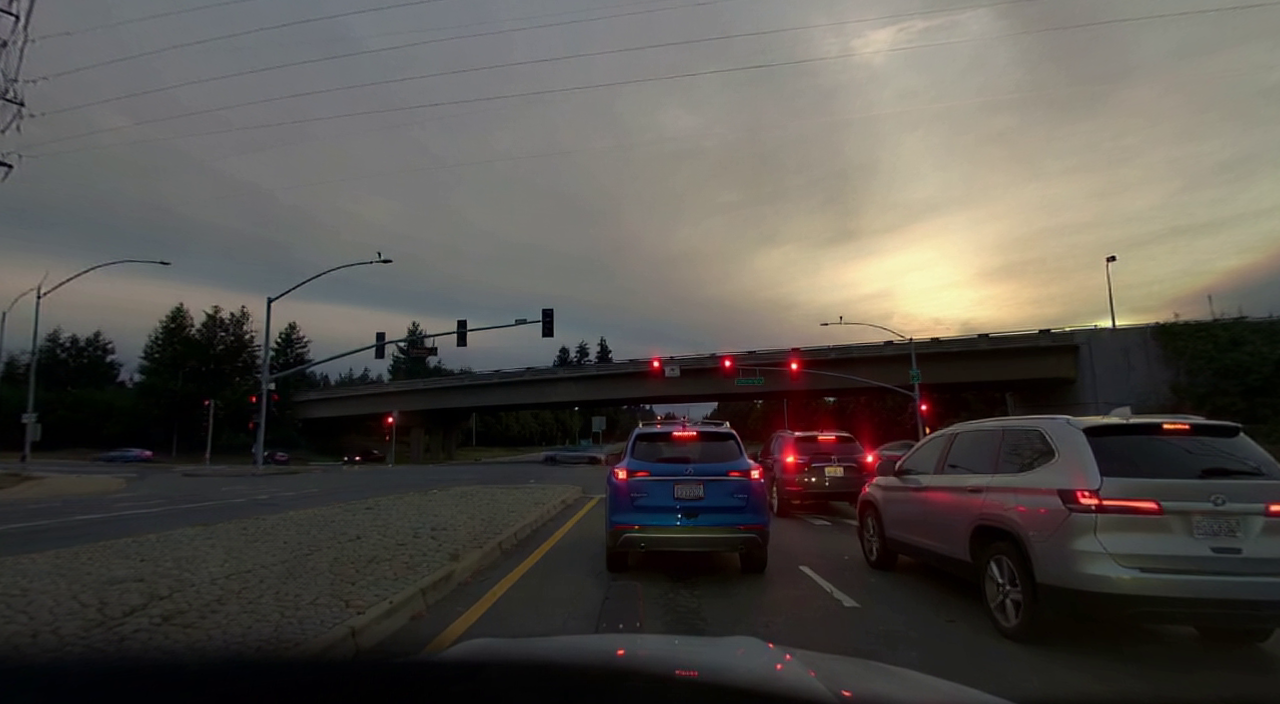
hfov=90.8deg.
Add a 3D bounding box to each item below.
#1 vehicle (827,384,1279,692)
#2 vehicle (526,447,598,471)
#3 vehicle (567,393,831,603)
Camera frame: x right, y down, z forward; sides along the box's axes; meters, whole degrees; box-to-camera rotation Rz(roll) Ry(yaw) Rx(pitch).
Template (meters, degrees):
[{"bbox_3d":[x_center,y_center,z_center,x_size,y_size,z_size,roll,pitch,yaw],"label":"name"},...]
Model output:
[{"bbox_3d":[3.405,1.341,5.786,1.990,1.649,4.625,0,-8,0],"label":"vehicle"},{"bbox_3d":[-4.992,6.777,40.191,4.411,1.466,1.998,2,-9,-11],"label":"vehicle"},{"bbox_3d":[0.448,1.561,7.624,2.240,1.778,4.335,0,-8,-1],"label":"vehicle"}]
